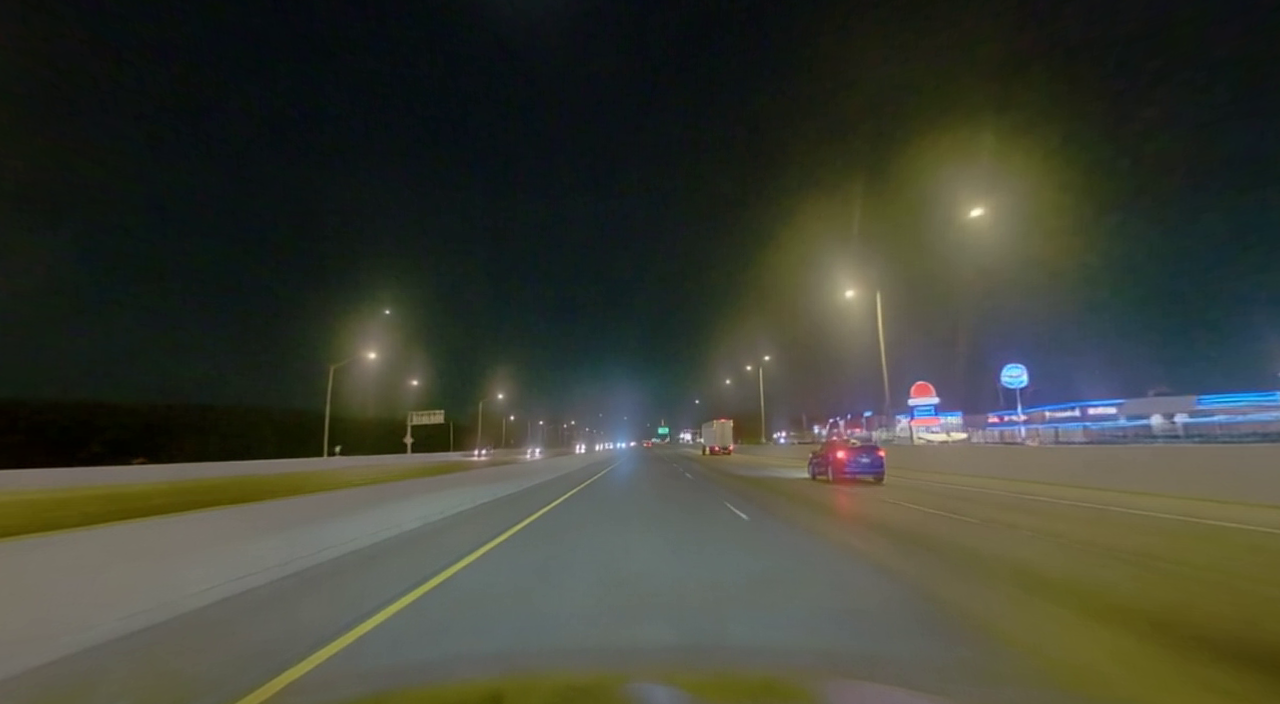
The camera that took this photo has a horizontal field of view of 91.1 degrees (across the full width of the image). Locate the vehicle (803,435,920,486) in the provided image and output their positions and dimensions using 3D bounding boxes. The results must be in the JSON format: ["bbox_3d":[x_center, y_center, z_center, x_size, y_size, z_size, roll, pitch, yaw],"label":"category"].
[{"bbox_3d":[7.261,3.605,21.253,2.079,1.518,5.032,0,-8,-1],"label":"vehicle"}]

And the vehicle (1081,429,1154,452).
[{"bbox_3d":[35.852,6.622,47.157,3.860,1.492,1.960,-3,-7,-2],"label":"vehicle"}]

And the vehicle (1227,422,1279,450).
[{"bbox_3d":[43.442,5.717,42.890,1.947,1.722,4.943,-3,-7,3],"label":"vehicle"}]
